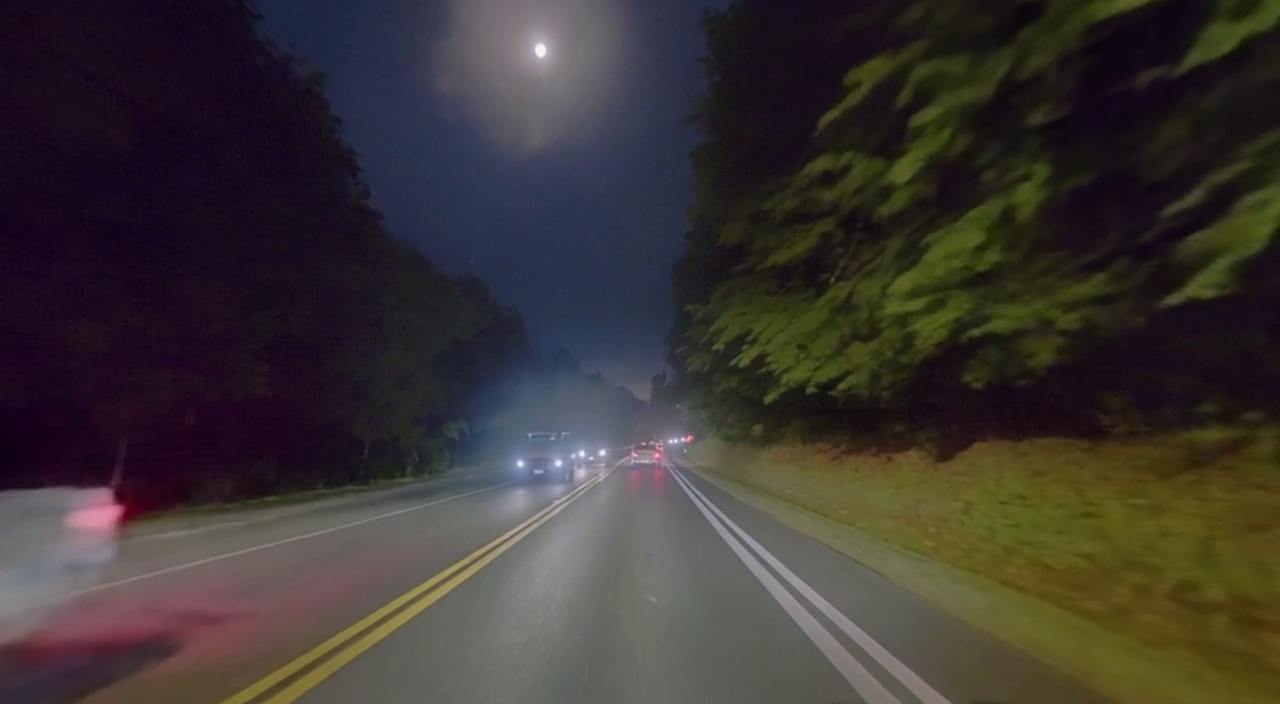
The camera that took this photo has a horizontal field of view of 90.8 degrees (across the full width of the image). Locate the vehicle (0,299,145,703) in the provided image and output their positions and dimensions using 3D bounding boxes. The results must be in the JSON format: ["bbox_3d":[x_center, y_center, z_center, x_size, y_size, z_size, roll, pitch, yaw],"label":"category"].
[{"bbox_3d":[-4.689,0.520,1.335,2.479,2.208,5.780,-1,-9,1],"label":"vehicle"}]

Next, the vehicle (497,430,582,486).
[{"bbox_3d":[-3.950,4.347,26.029,2.461,2.030,5.478,-1,-9,2],"label":"vehicle"}]

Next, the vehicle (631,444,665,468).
[{"bbox_3d":[0.526,6.772,41.232,2.067,1.486,3.861,-1,-9,1],"label":"vehicle"}]
